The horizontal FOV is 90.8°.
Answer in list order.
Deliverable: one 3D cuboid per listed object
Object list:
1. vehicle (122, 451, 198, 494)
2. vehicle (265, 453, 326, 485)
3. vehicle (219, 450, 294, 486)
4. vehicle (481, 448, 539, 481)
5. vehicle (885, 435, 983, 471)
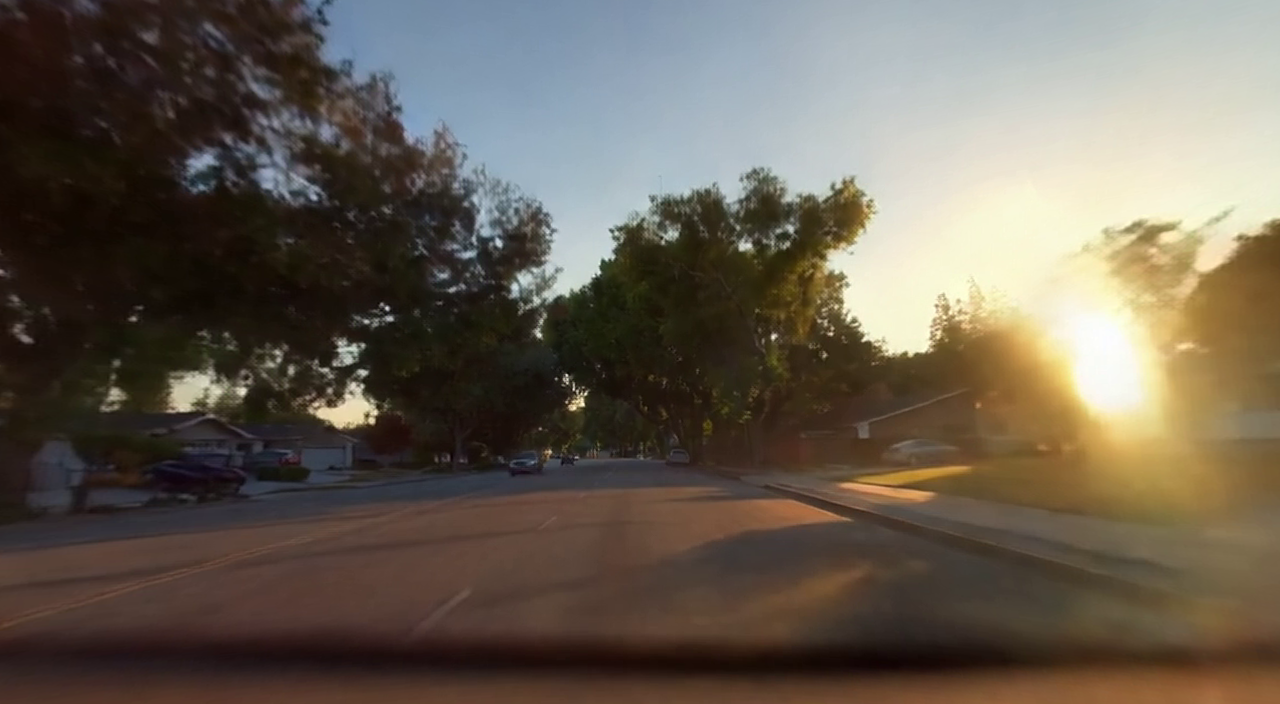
[{"bbox_3d":[-22.610,5.589,29.718,2.253,1.768,4.266,8,-12,-43],"label":"vehicle"},{"bbox_3d":[-22.388,7.555,40.974,4.273,1.797,2.129,-6,-12,44],"label":"vehicle"},{"bbox_3d":[-22.945,6.834,37.676,5.429,1.949,2.437,-9,-12,44],"label":"vehicle"},{"bbox_3d":[-7.564,6.578,37.359,2.194,1.761,5.282,0,-9,1],"label":"vehicle"},{"bbox_3d":[15.240,5.269,32.773,4.362,1.702,2.333,6,-11,-27],"label":"vehicle"}]
